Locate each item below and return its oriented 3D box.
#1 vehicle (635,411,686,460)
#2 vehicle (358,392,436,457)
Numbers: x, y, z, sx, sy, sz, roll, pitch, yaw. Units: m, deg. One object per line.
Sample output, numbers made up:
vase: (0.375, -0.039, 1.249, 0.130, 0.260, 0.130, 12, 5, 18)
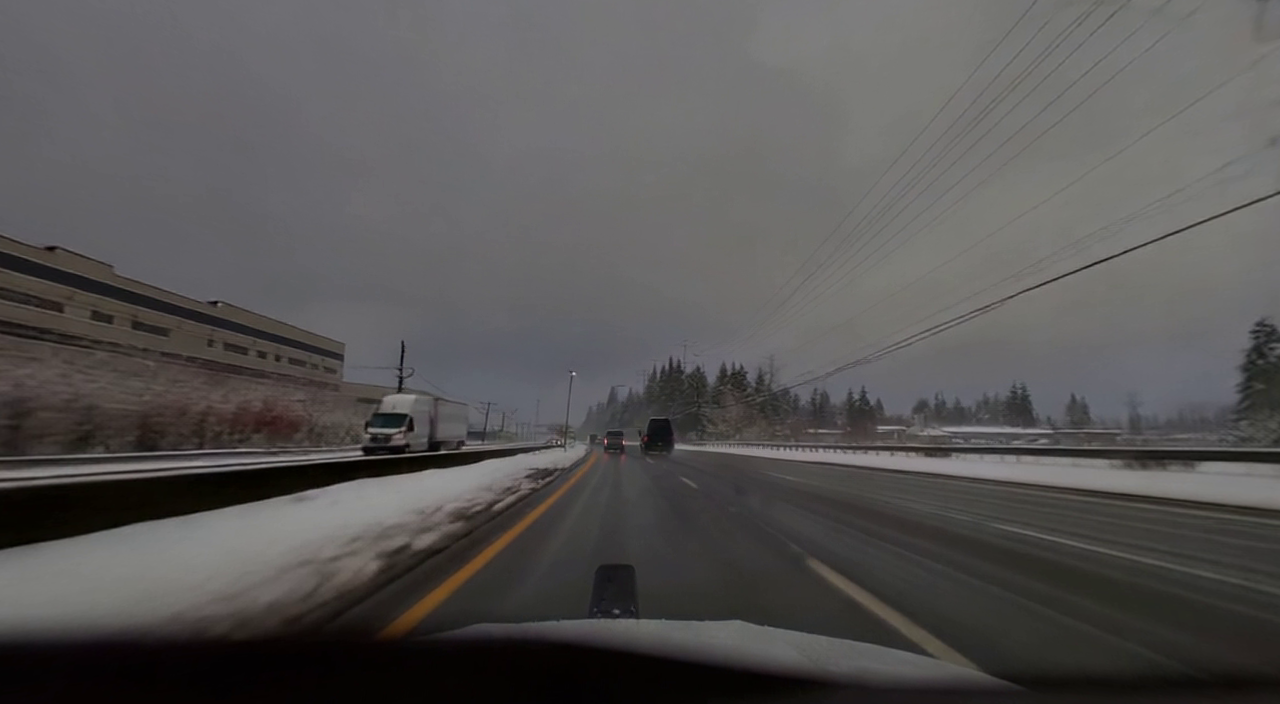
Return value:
vehicle: (1.317, 5.825, 43.752, 2.713, 3.140, 6.640, 0, -8, -5)
vehicle: (-16.119, 4.932, 42.305, 2.980, 4.019, 6.068, -1, -8, -3)
